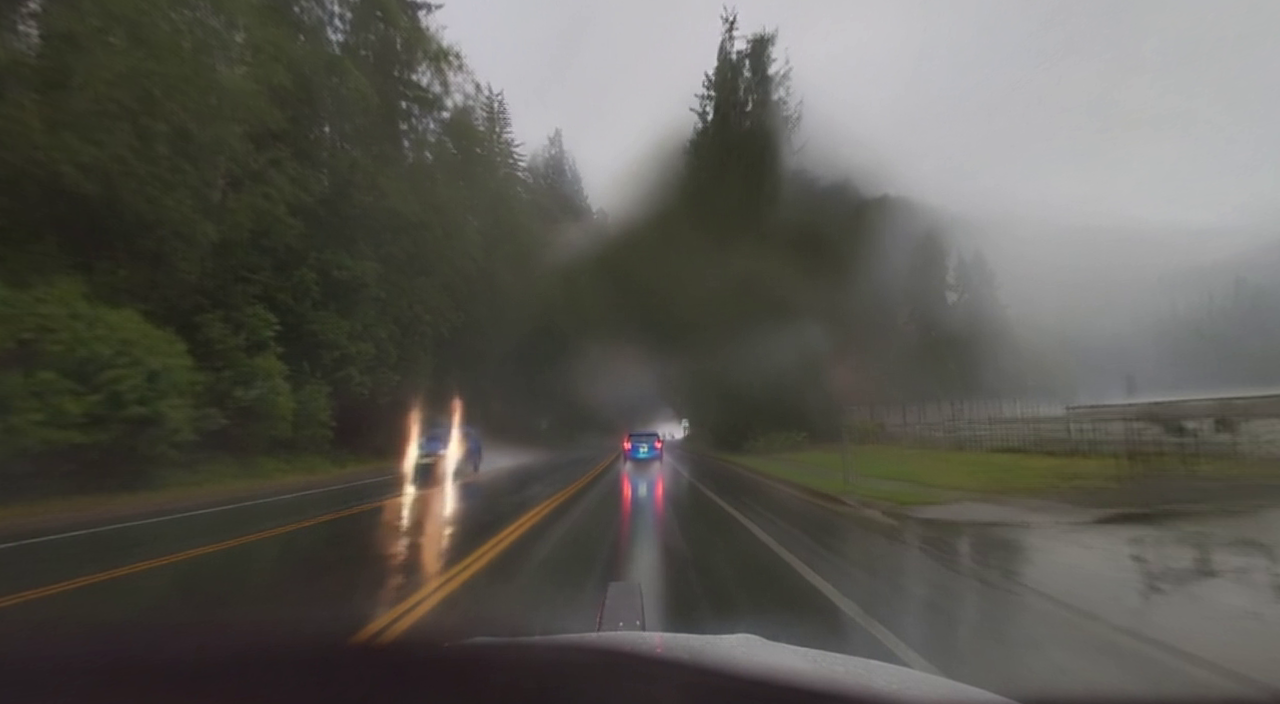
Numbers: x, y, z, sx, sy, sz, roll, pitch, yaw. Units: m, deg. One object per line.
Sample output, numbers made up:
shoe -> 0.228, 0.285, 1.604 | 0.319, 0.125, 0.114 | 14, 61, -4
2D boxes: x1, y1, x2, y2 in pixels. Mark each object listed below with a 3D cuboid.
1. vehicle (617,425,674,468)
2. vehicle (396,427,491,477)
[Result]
vehicle -> 0.214, 4.108, 27.571 | 2.294, 1.708, 4.110 | 0, -8, 0
vehicle -> -7.266, 3.745, 23.856 | 2.185, 1.713, 4.365 | 0, -8, 0
